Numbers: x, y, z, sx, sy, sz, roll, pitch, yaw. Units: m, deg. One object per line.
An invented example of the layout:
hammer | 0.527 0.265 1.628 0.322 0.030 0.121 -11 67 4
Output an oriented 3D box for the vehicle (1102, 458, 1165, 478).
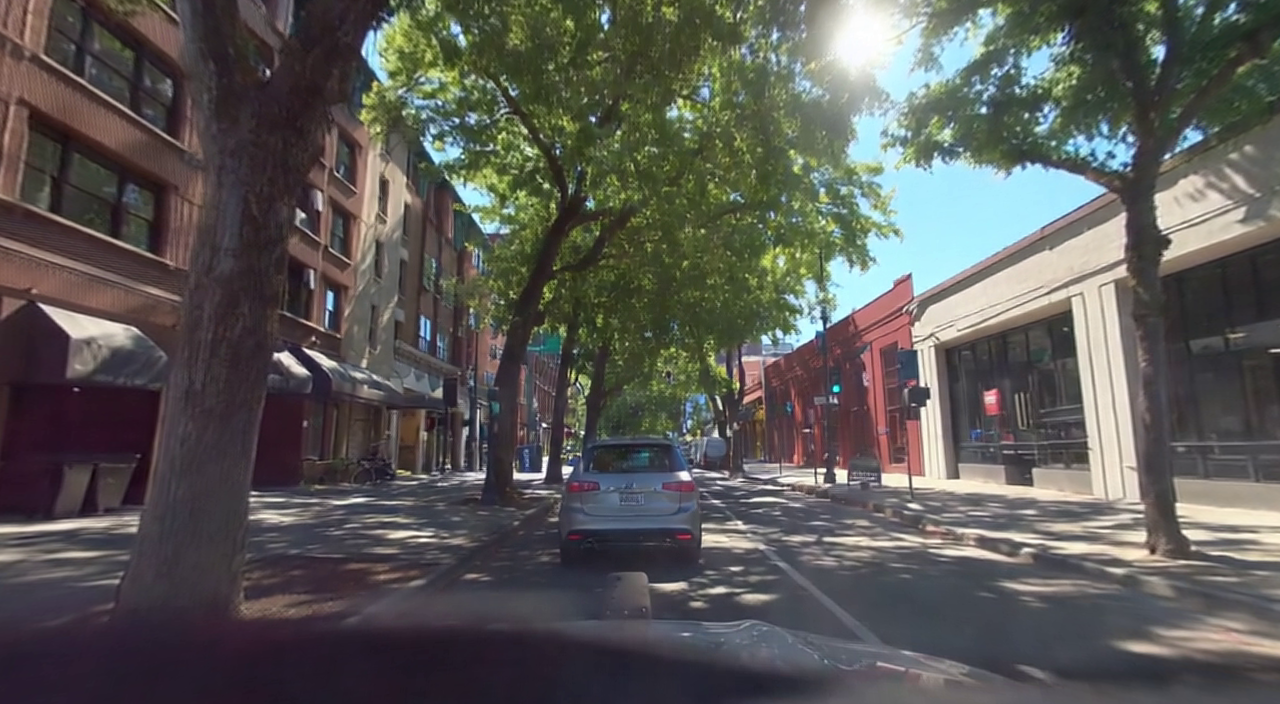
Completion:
vehicle | 37.346 8.783 47.760 3.445 1.363 1.608 2 -9 -1

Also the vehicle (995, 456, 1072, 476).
vehicle | 29.824 8.624 47.834 4.668 1.441 1.904 1 -9 -6

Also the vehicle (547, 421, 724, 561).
vehicle | -0.084 1.923 9.423 2.079 1.621 3.861 0 -8 -1
